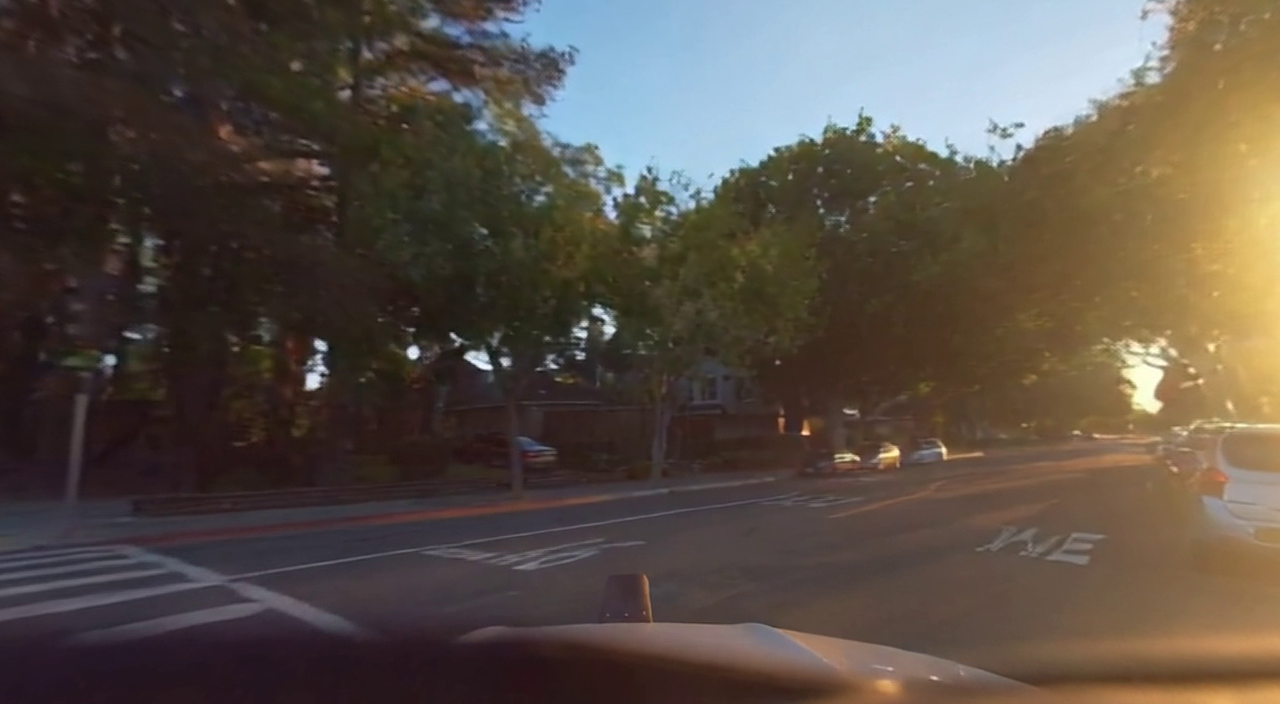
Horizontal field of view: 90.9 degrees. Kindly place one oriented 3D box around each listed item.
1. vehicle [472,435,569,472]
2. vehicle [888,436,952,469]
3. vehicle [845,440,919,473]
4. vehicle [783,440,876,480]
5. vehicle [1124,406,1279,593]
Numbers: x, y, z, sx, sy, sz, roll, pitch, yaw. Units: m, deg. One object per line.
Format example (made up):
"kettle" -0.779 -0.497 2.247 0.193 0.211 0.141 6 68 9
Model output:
"vehicle" -5.736 4.793 29.997 4.554 1.595 2.028 -7 -11 39
"vehicle" 15.817 5.638 35.468 1.973 1.755 4.528 -8 -12 40
"vehicle" 11.935 5.114 30.928 1.948 1.477 4.518 -9 -12 39
"vehicle" 7.974 4.455 26.224 1.963 1.470 4.671 -9 -12 38
"vehicle" 7.348 1.550 7.297 2.315 1.668 4.425 -8 -11 41
